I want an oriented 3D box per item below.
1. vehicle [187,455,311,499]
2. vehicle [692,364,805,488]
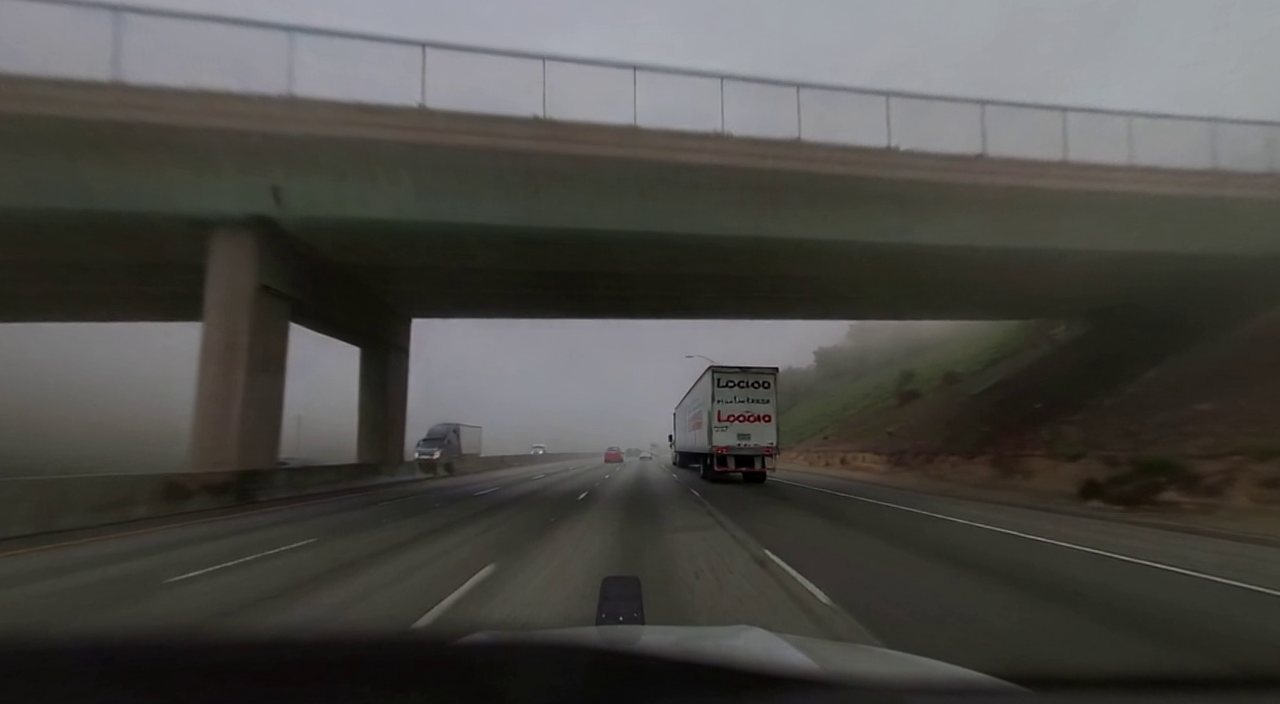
[{"bbox_3d":[-15.024,4.795,24.617,1.881,1.492,4.598,0,-9,0],"label":"vehicle"},{"bbox_3d":[3.827,3.017,24.661,2.885,3.992,8.526,0,-9,0],"label":"vehicle"}]
